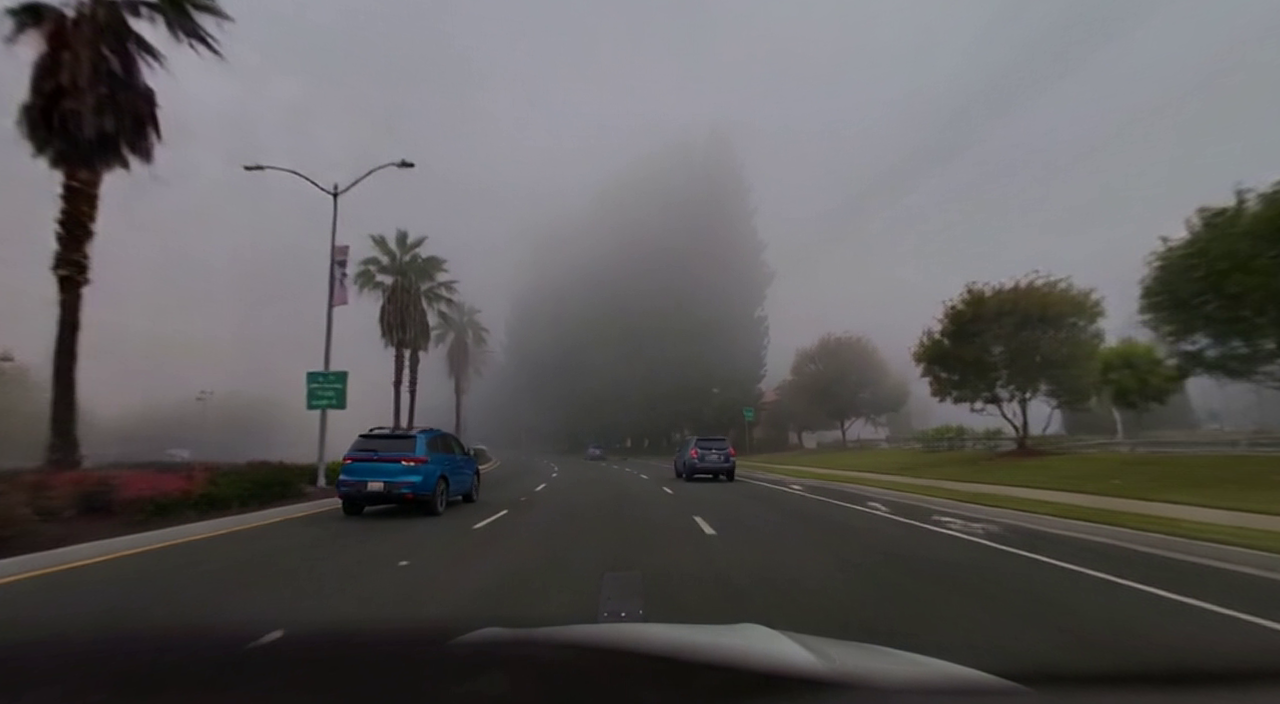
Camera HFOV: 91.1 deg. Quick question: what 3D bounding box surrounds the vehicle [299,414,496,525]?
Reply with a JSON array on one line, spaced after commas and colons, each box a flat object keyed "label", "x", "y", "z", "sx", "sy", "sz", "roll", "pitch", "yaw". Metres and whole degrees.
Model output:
[{"label": "vehicle", "x": -4.460, "y": 2.248, "z": 12.575, "sx": 2.150, "sy": 1.768, "sz": 4.868, "roll": 0, "pitch": -8, "yaw": -2}]

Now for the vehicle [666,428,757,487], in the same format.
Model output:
[{"label": "vehicle", "x": 2.326, "y": 3.614, "z": 21.854, "sx": 2.195, "sy": 1.804, "sz": 4.658, "roll": 1, "pitch": -8, "yaw": -6}]
